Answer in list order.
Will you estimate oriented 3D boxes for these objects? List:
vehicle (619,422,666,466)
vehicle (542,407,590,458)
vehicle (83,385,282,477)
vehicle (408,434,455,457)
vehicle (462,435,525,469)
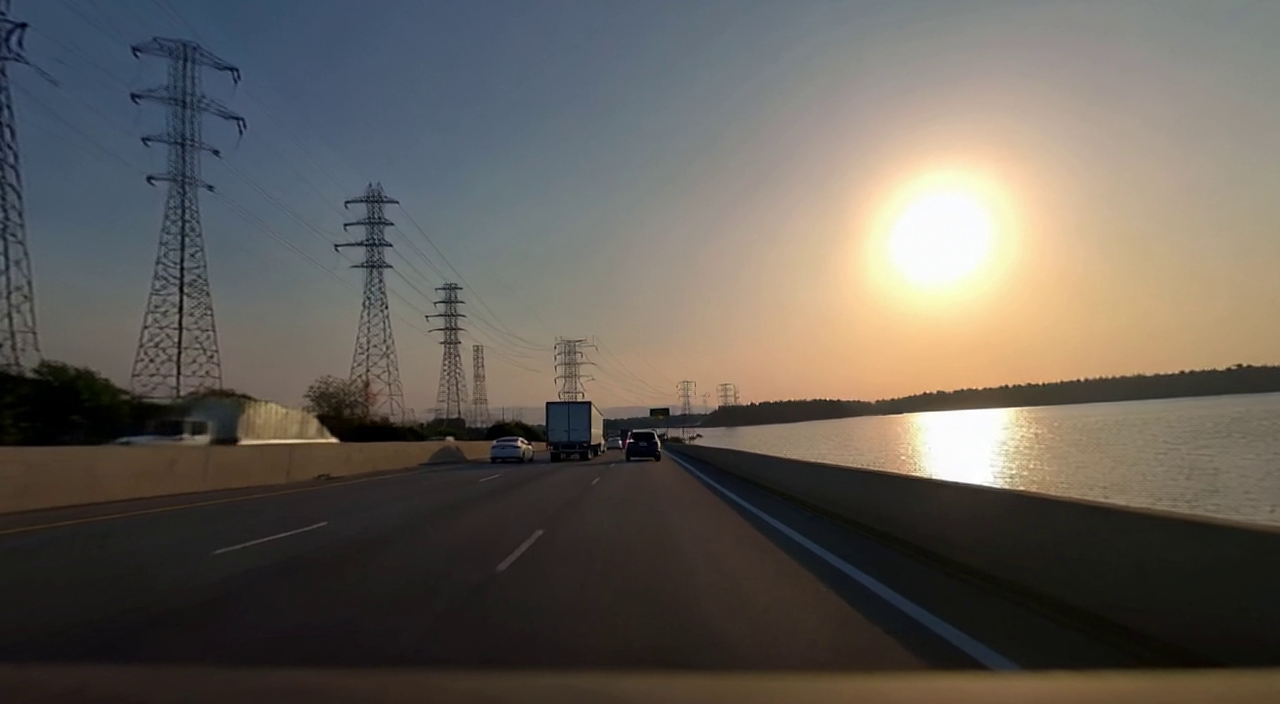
[{"bbox_3d":[0.137,4.919,33.689,2.358,2.144,4.713,0,-8,0],"label":"vehicle"},{"bbox_3d":[-3.746,4.154,32.392,2.178,2.522,2.054,0,-8,1],"label":"vehicle"},{"bbox_3d":[-19.370,3.515,27.623,2.798,3.444,7.712,0,-8,0],"label":"vehicle"},{"bbox_3d":[-16.361,7.369,49.736,1.972,1.723,4.983,0,-8,0],"label":"vehicle"},{"bbox_3d":[-7.121,4.899,31.166,2.004,1.545,4.513,0,-8,1],"label":"vehicle"}]
